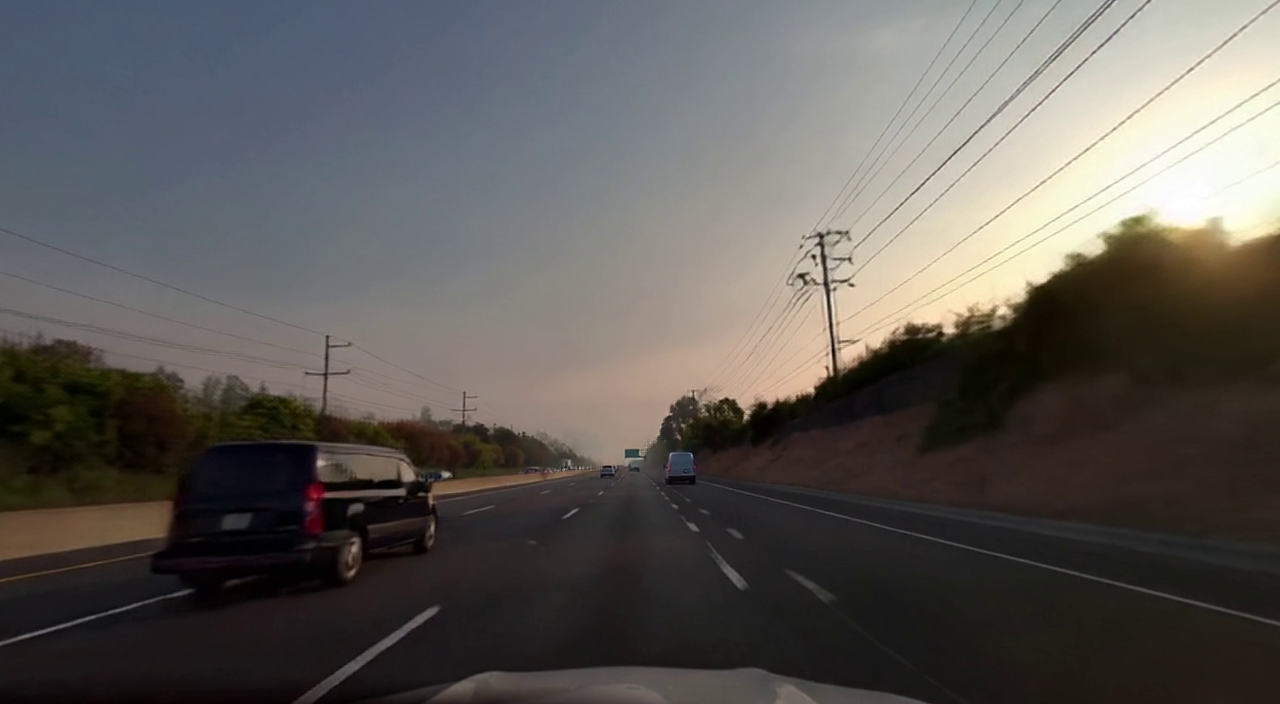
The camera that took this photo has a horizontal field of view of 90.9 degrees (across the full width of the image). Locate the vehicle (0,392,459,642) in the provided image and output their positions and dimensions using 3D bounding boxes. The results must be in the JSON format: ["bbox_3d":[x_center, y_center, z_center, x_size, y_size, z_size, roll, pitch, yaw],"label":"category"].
[{"bbox_3d":[-3.780,1.611,6.947,2.153,1.756,4.730,1,-10,0],"label":"vehicle"}]
